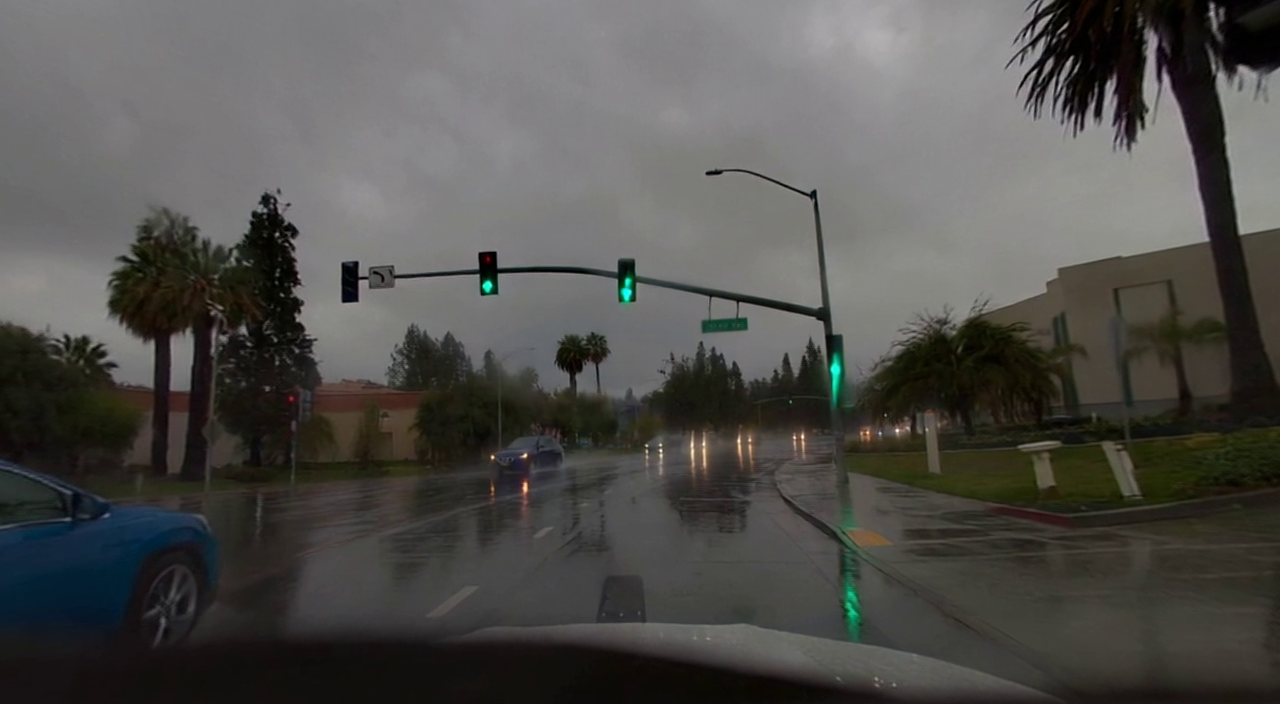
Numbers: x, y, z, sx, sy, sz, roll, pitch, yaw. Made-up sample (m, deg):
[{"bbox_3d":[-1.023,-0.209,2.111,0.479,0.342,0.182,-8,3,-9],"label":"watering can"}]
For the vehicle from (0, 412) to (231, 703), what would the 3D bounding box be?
[{"bbox_3d":[-3.325,0.816,1.231,2.071,1.482,4.446,0,-9,0],"label":"vehicle"}]

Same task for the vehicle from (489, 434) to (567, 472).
[{"bbox_3d":[-5.742,5.270,33.060,2.181,1.792,4.648,-3,-9,16],"label":"vehicle"}]
